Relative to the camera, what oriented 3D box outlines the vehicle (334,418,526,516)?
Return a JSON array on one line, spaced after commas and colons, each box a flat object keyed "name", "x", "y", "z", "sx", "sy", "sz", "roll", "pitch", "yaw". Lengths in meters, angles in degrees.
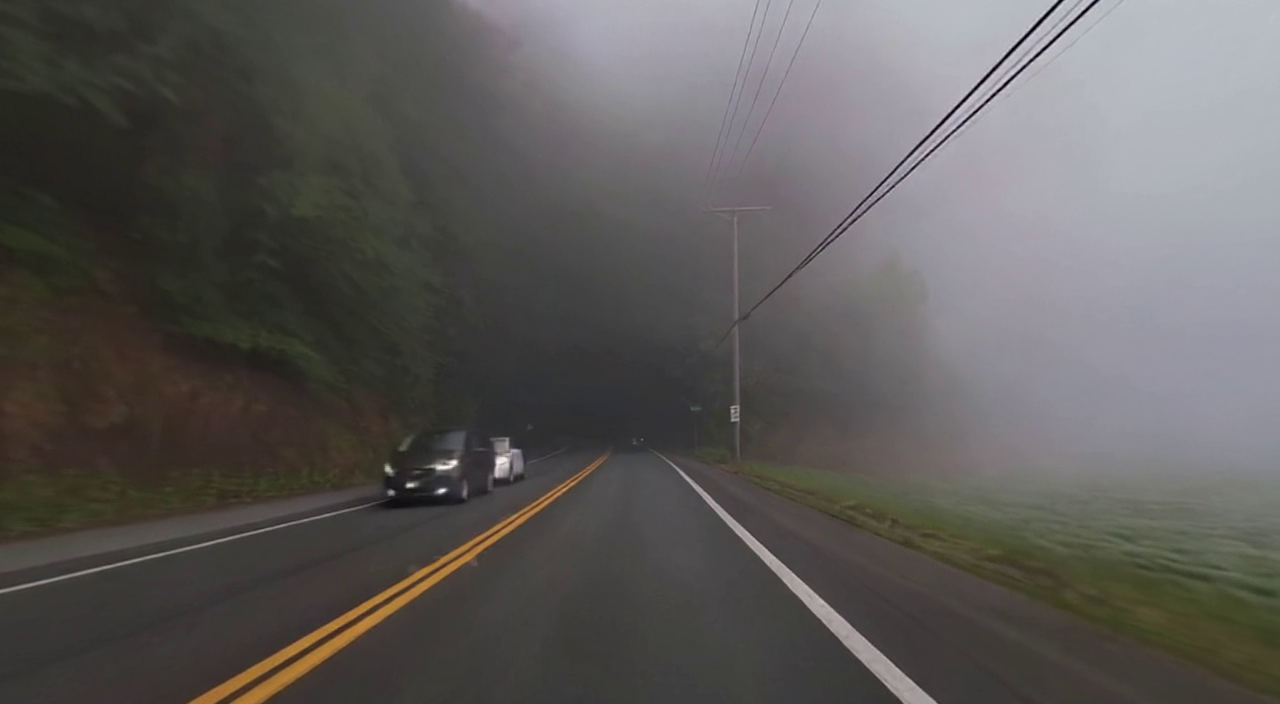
[{"name": "vehicle", "x": -4.333, "y": 2.536, "z": 14.589, "sx": 2.172, "sy": 1.744, "sz": 6.543, "roll": 0, "pitch": -8, "yaw": 0}]
